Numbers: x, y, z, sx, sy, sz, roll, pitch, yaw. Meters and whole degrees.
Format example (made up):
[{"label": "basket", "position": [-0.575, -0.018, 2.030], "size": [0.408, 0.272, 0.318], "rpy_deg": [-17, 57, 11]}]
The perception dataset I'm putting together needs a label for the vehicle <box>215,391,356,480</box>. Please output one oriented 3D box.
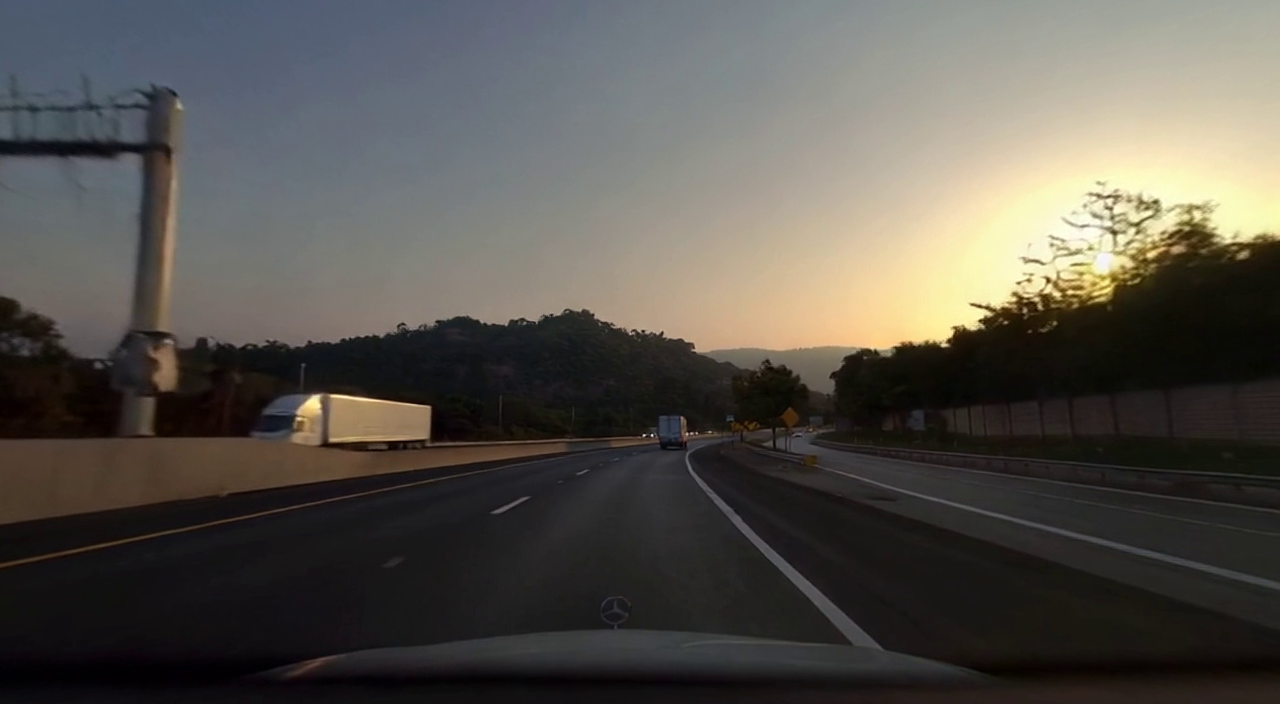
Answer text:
[{"label": "vehicle", "position": [-16.722, 4.012, 30.316], "size": [2.978, 3.785, 6.055], "rpy_deg": [-1, -8, 2]}]
